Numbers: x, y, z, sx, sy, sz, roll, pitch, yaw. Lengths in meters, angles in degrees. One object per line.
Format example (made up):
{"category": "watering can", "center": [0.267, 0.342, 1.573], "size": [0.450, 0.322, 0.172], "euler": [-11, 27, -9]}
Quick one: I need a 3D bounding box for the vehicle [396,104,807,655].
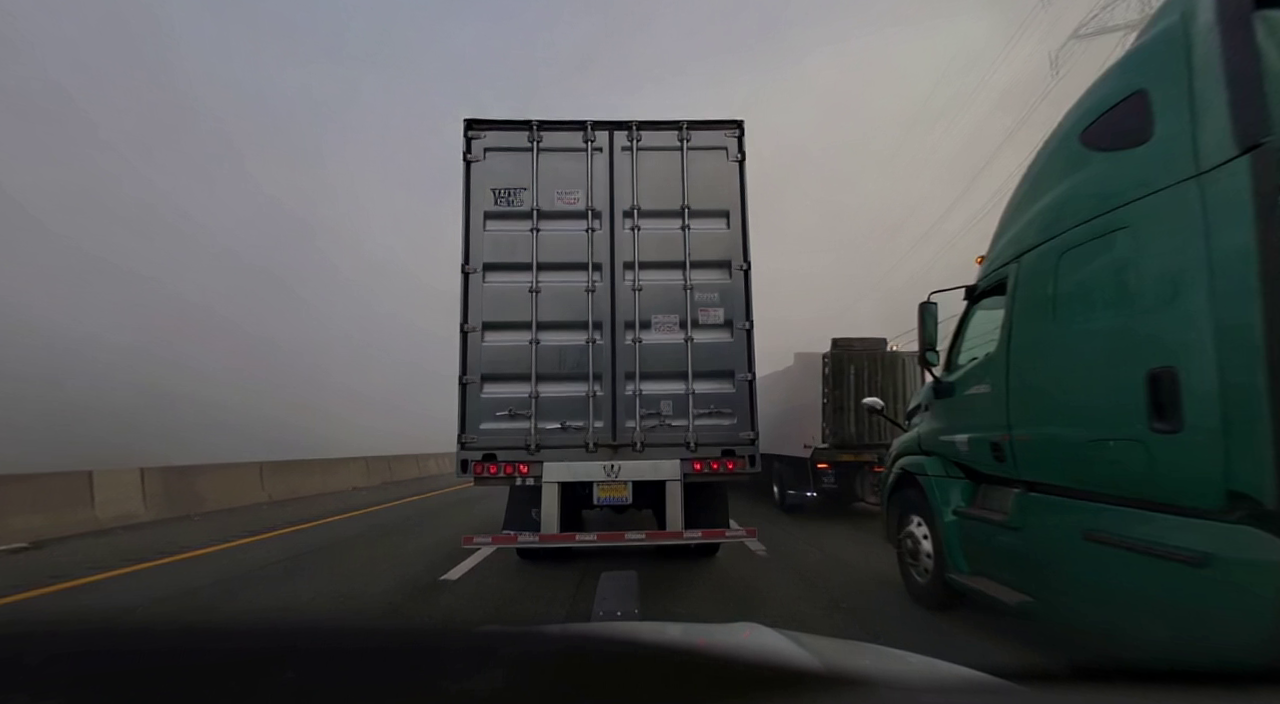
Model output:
{"category": "vehicle", "center": [-0.284, 0.959, 10.630], "size": [2.841, 4.071, 12.046], "euler": [0, -8, 0]}
